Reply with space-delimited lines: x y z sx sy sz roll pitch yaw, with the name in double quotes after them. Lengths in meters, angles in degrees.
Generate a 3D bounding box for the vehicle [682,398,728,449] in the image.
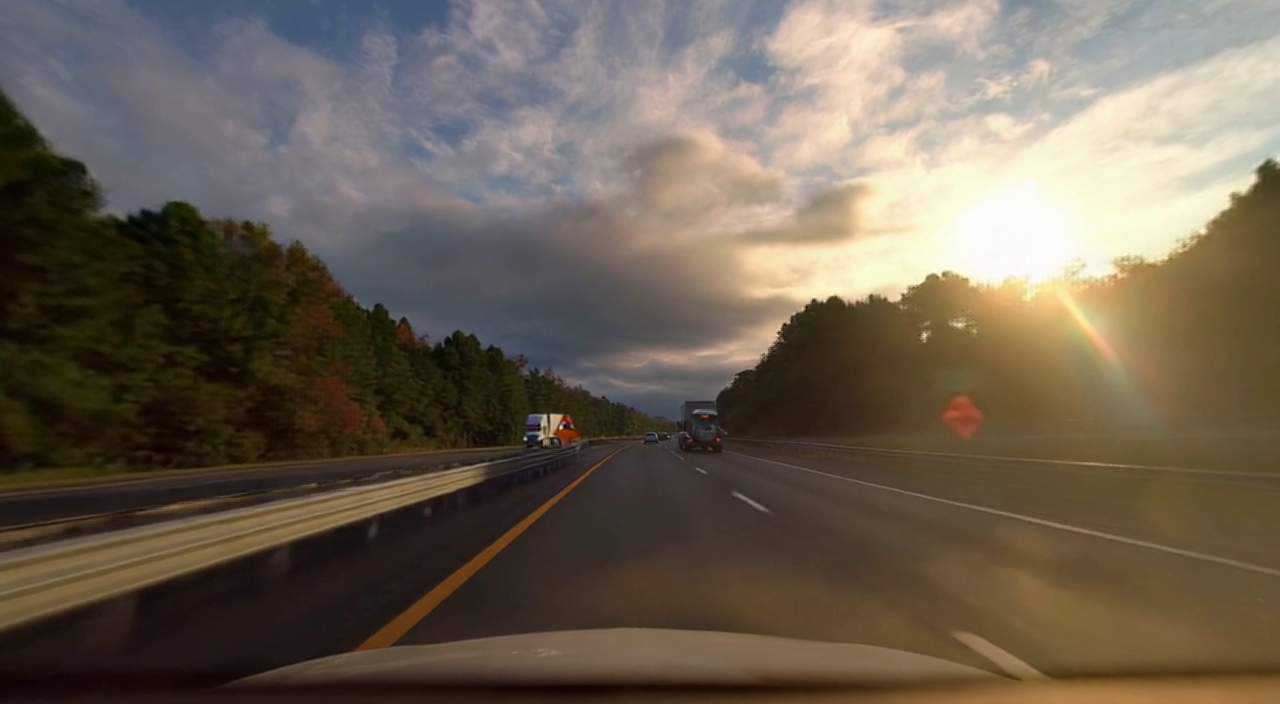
4.535 5.130 44.658 2.749 3.357 4.979 0 -8 1 "vehicle"
